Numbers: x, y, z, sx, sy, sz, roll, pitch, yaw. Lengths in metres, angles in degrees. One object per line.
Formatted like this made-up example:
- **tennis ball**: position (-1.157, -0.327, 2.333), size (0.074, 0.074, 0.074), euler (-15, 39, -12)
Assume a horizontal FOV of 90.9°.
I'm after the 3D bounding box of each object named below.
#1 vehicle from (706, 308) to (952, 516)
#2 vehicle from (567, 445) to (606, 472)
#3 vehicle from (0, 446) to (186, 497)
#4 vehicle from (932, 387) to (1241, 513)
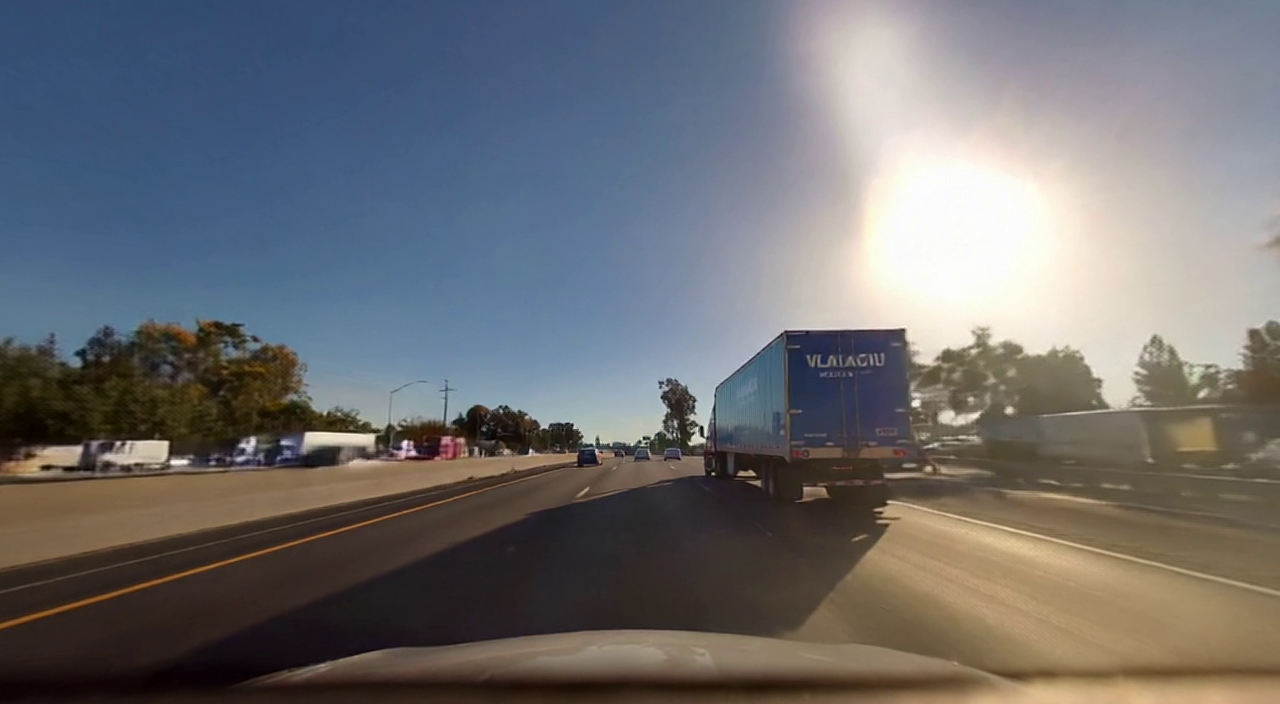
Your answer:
- **vehicle**: position (4.393, 2.202, 19.428), size (2.847, 4.075, 14.244), euler (0, -9, -1)
- **vehicle**: position (-3.345, 6.733, 40.061), size (2.107, 1.626, 4.804), euler (0, -9, 0)
- **vehicle**: position (-31.144, 6.743, 36.436), size (2.721, 2.441, 9.568), euler (2, -9, -1)
- **vehicle**: position (17.872, 4.282, 27.811), size (2.856, 4.064, 14.685), euler (0, -9, 0)
